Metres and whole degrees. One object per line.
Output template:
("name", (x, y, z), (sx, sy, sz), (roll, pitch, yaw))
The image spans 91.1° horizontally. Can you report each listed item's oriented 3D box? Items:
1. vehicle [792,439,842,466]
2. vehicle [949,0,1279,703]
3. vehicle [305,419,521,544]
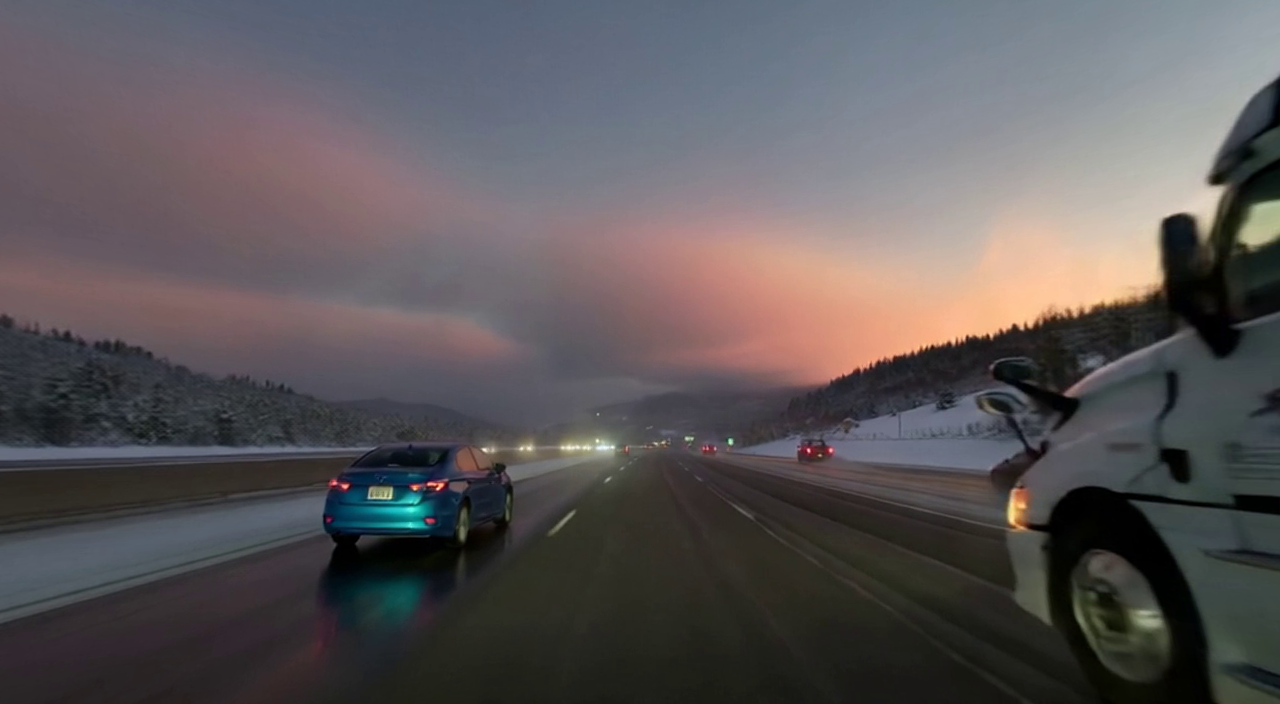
("vehicle", (11.966, 6.821, 42.740), (2.062, 1.736, 4.589), (0, -8, 0))
("vehicle", (4.004, -0.326, 0.616), (3.277, 3.871, 7.882), (0, -8, 0))
("vehicle", (-3.350, 1.988, 10.208), (1.967, 1.615, 3.886), (0, -8, 1))
